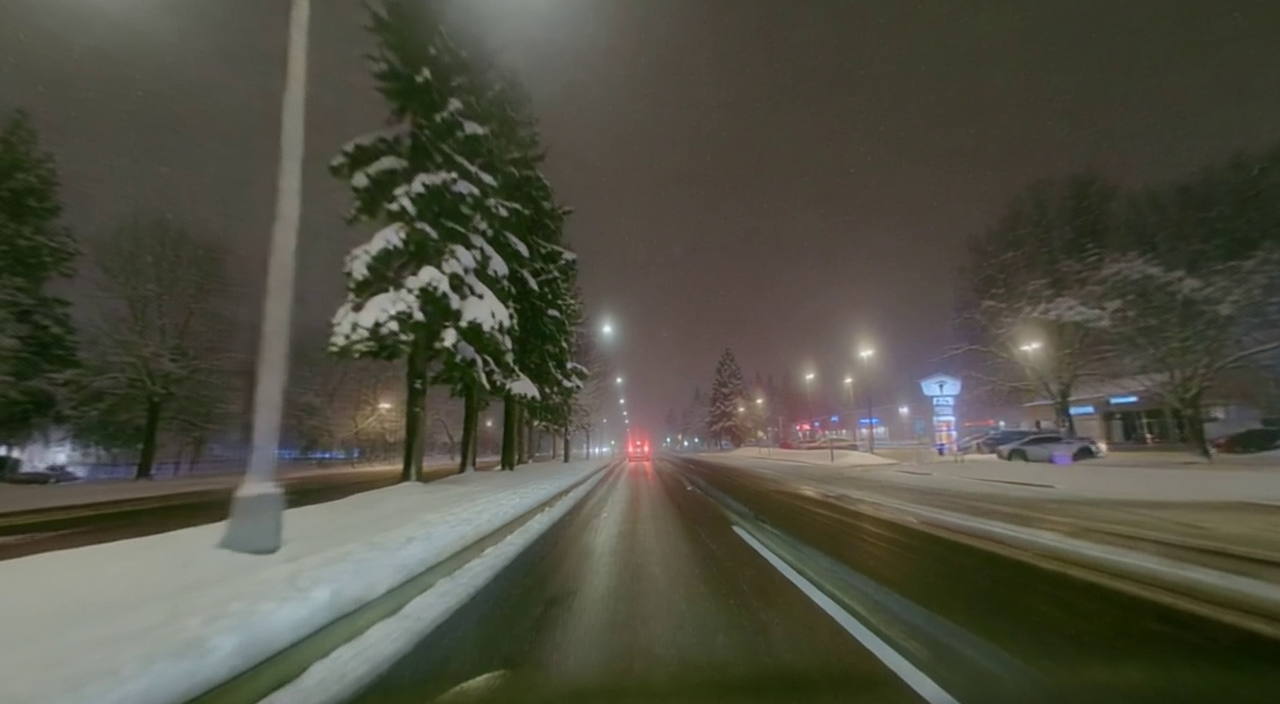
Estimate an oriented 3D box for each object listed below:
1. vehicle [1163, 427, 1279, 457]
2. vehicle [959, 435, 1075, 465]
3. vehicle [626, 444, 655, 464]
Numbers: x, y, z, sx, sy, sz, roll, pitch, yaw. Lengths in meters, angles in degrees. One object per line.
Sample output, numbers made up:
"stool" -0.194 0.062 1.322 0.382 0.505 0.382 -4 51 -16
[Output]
"vehicle" 31.480 4.889 34.198 1.927 1.464 4.368 3 -9 -23
"vehicle" 19.940 5.219 33.671 2.048 1.462 4.802 5 -10 -32
"vehicle" -0.008 8.017 49.736 2.159 1.461 4.142 0 -9 -1
